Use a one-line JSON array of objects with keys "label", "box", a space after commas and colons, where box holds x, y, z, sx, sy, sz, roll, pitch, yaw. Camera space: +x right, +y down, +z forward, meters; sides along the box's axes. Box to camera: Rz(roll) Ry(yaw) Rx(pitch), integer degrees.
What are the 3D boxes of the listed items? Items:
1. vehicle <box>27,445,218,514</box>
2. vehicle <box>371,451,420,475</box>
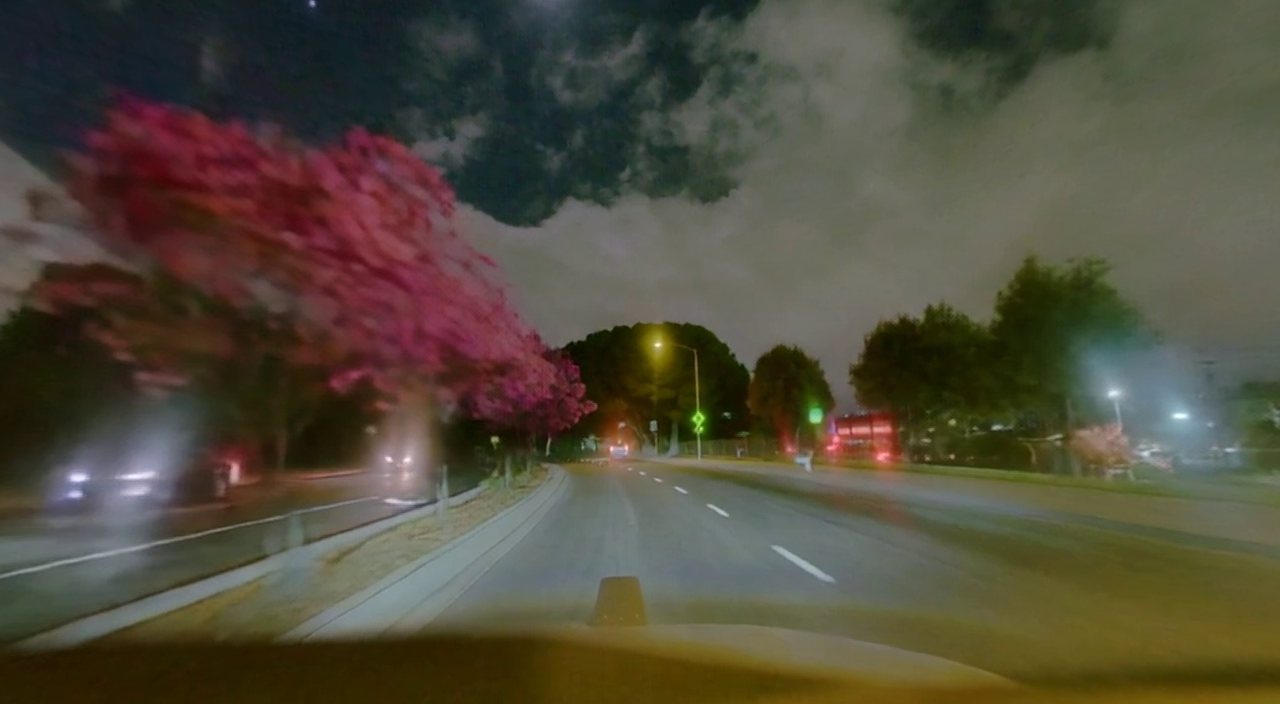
[{"label": "vehicle", "box": [-14.371, 3.507, 17.848, 1.985, 1.705, 4.209, 0, -9, -4]}, {"label": "vehicle", "box": [-17.260, 7.806, 44.512, 2.046, 1.523, 4.802, 1, -9, -7]}]
